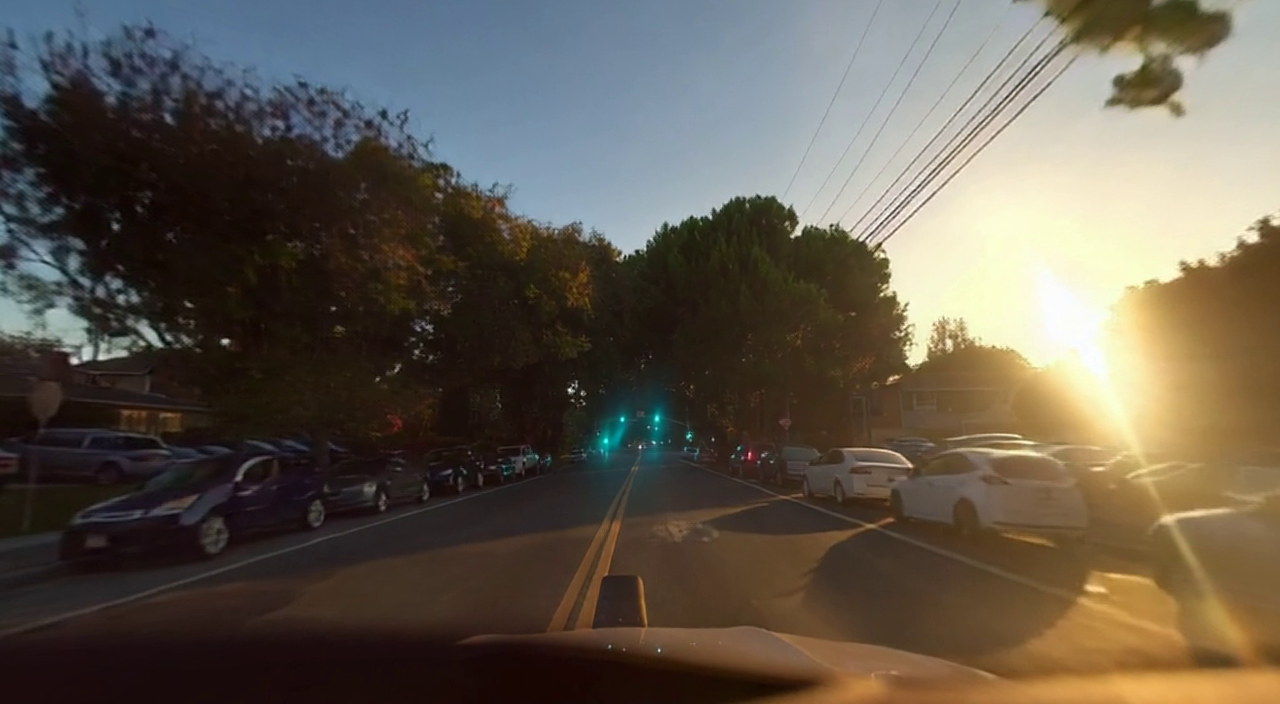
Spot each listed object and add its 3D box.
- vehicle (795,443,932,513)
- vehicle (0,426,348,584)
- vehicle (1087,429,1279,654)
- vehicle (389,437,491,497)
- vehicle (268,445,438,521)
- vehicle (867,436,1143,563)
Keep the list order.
[{"bbox_3d":[5.139,2.922,15.209,1.798,1.432,4.330,0,-9,1],"label":"vehicle"},{"bbox_3d":[-6.345,1.996,9.180,1.947,1.665,4.716,0,-9,0],"label":"vehicle"},{"bbox_3d":[5.150,1.180,3.633,1.747,1.486,4.672,0,-9,0],"label":"vehicle"},{"bbox_3d":[-6.302,3.658,20.511,1.904,1.727,4.530,0,-9,-1],"label":"vehicle"},{"bbox_3d":[-6.446,2.949,14.836,1.809,1.499,4.358,0,-9,2],"label":"vehicle"},{"bbox_3d":[5.061,2.055,9.564,1.729,1.479,4.101,0,-8,0],"label":"vehicle"}]
